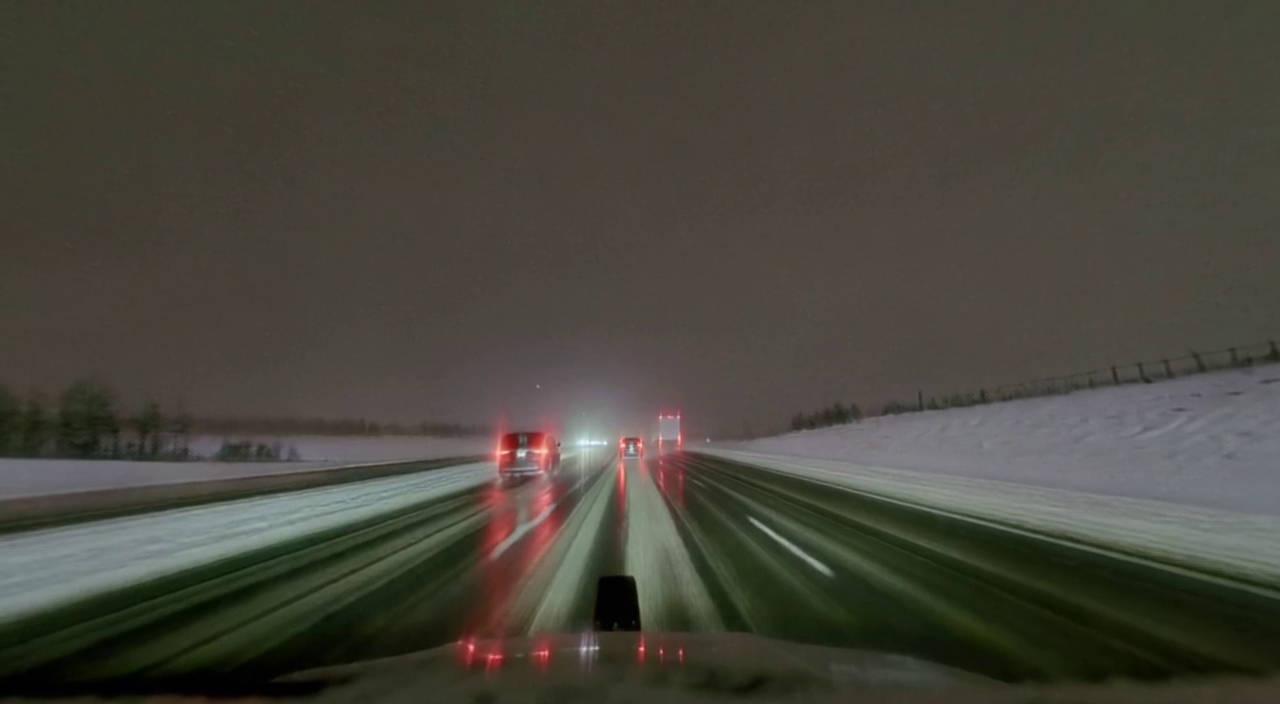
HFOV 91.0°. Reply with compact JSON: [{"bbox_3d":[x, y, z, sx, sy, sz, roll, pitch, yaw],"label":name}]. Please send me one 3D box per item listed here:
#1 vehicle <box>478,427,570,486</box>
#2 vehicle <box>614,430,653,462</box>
[{"bbox_3d":[-3.786,3.499,21.461,2.326,1.761,4.450,0,-8,0],"label":"vehicle"},{"bbox_3d":[-0.510,6.283,42.262,2.456,2.007,4.728,0,-8,-2],"label":"vehicle"}]
